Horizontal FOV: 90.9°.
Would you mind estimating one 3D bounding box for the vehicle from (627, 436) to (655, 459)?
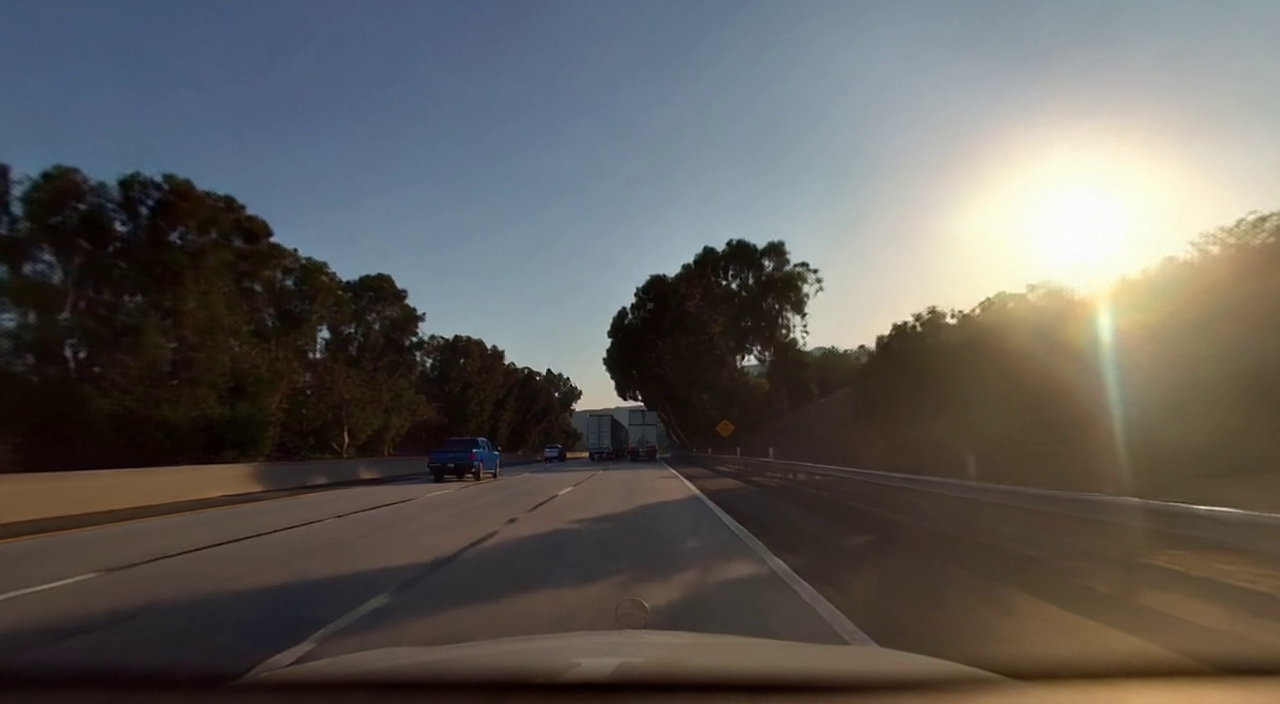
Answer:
[{"bbox_3d":[0.075,7.403,48.997,2.072,1.630,4.529,0,-8,0],"label":"vehicle"}]

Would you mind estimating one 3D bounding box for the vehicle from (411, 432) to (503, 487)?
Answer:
[{"bbox_3d":[-6.830,4.047,24.169,2.149,1.884,4.627,0,-8,-1],"label":"vehicle"}]
